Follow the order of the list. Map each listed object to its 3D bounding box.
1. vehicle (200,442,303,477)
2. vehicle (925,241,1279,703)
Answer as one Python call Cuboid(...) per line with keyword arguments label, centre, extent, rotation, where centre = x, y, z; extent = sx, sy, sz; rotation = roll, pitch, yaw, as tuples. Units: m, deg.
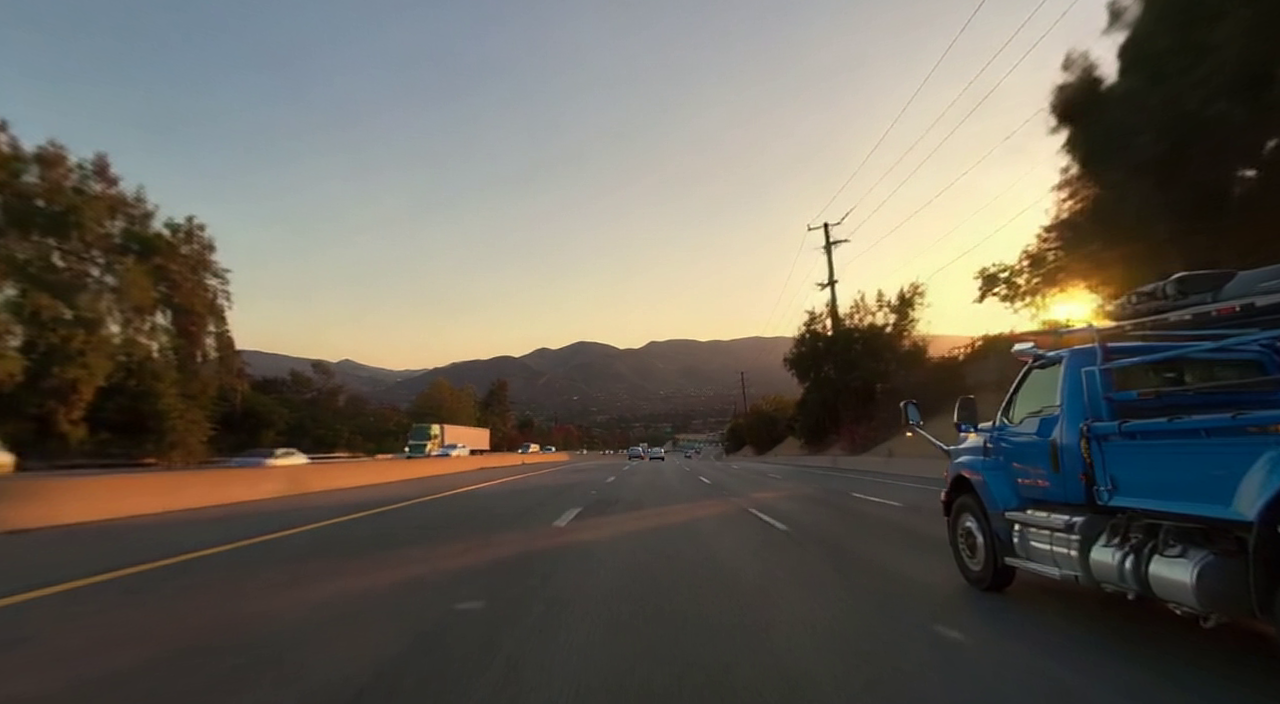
Cuboid(label="vehicle", centre=(-18.017, 4.988, 29.421), extent=(1.858, 1.470, 4.539), rotation=(0, -8, 2))
Cuboid(label="vehicle", centre=(3.867, 0.643, 2.331), extent=(2.538, 2.228, 6.370), rotation=(0, -8, -1))
